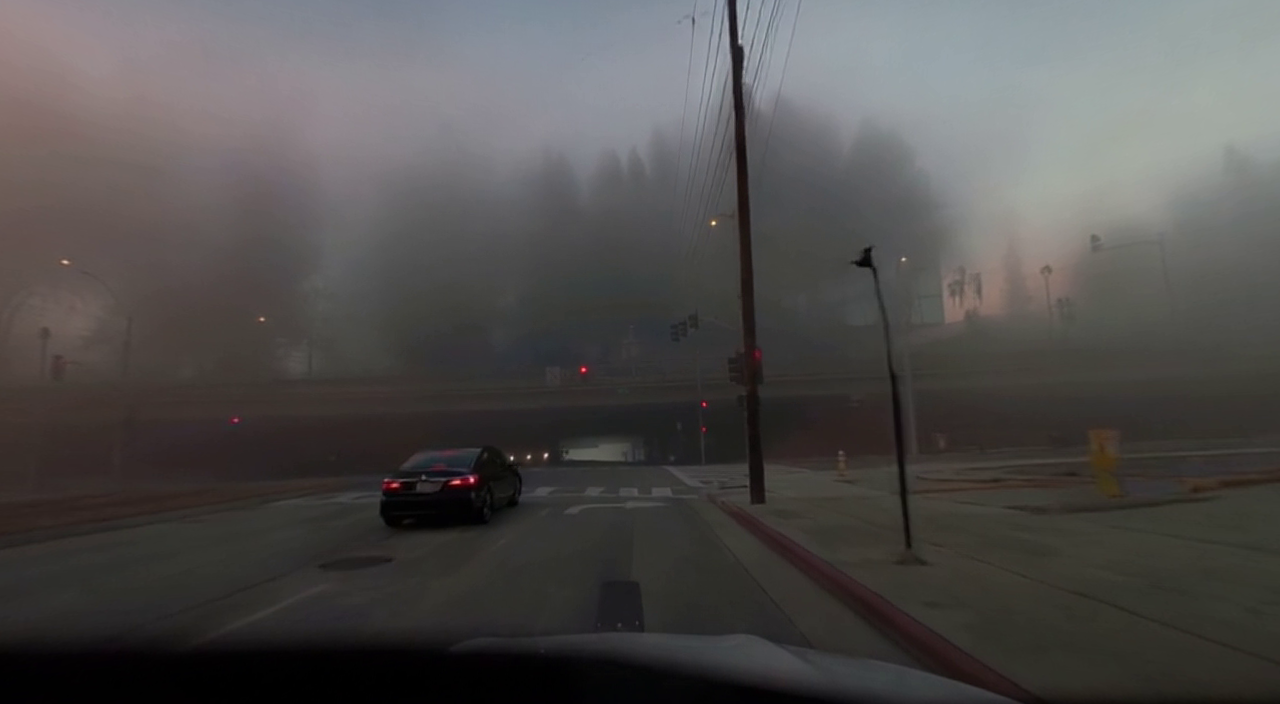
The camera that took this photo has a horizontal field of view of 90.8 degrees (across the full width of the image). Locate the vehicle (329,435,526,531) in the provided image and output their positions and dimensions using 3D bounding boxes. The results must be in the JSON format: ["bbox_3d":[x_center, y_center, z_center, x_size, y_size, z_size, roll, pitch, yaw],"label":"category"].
[{"bbox_3d":[-3.704,2.386,12.085,2.154,1.465,4.532,0,-9,0],"label":"vehicle"}]
